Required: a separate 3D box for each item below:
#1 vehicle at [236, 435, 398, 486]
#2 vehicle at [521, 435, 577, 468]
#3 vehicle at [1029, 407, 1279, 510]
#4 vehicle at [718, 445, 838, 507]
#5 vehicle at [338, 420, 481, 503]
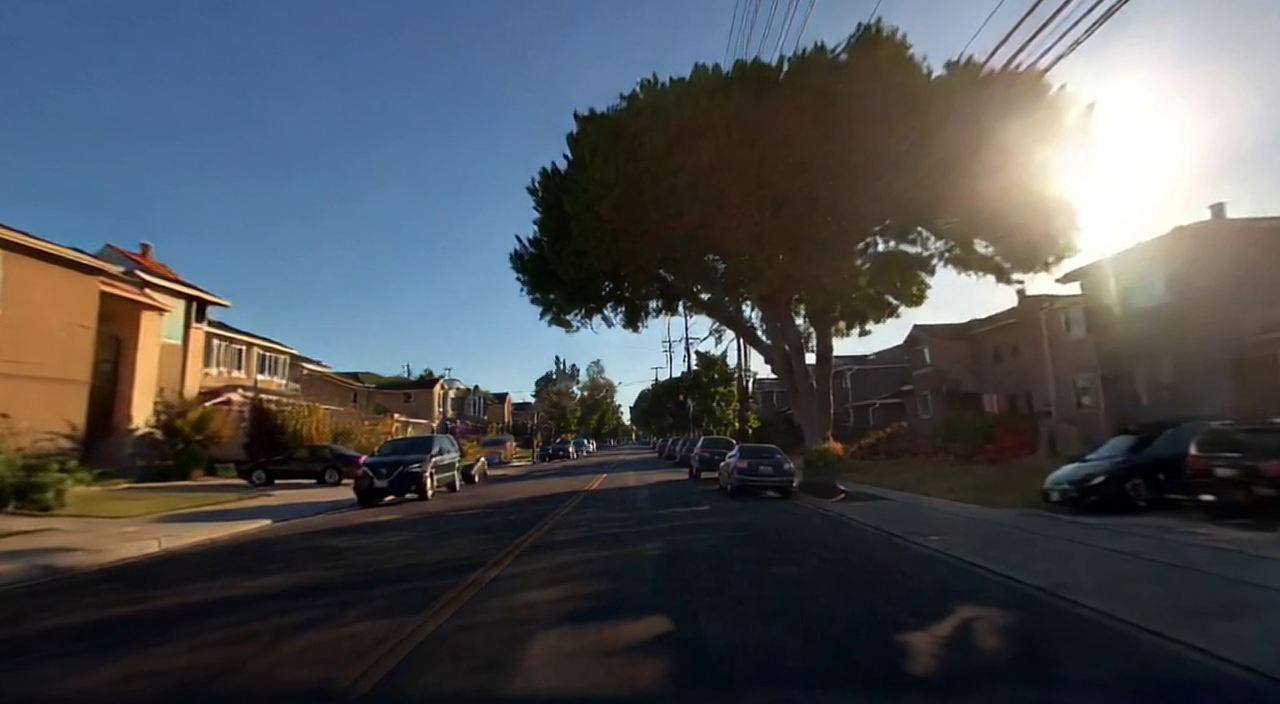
[{"bbox_3d":[-11.286,3.822,22.365,4.529,1.677,2.204,0,-8,1],"label":"vehicle"},{"bbox_3d":[-5.887,6.598,41.570,2.398,1.910,5.999,-3,-11,4],"label":"vehicle"},{"bbox_3d":[9.454,1.768,10.690,4.210,1.541,2.260,0,-8,2],"label":"vehicle"},{"bbox_3d":[3.151,2.896,15.260,1.827,1.286,3.684,1,-8,-4],"label":"vehicle"},{"bbox_3d":[-6.177,3.115,17.652,2.156,1.932,4.518,-2,-11,2],"label":"vehicle"}]
